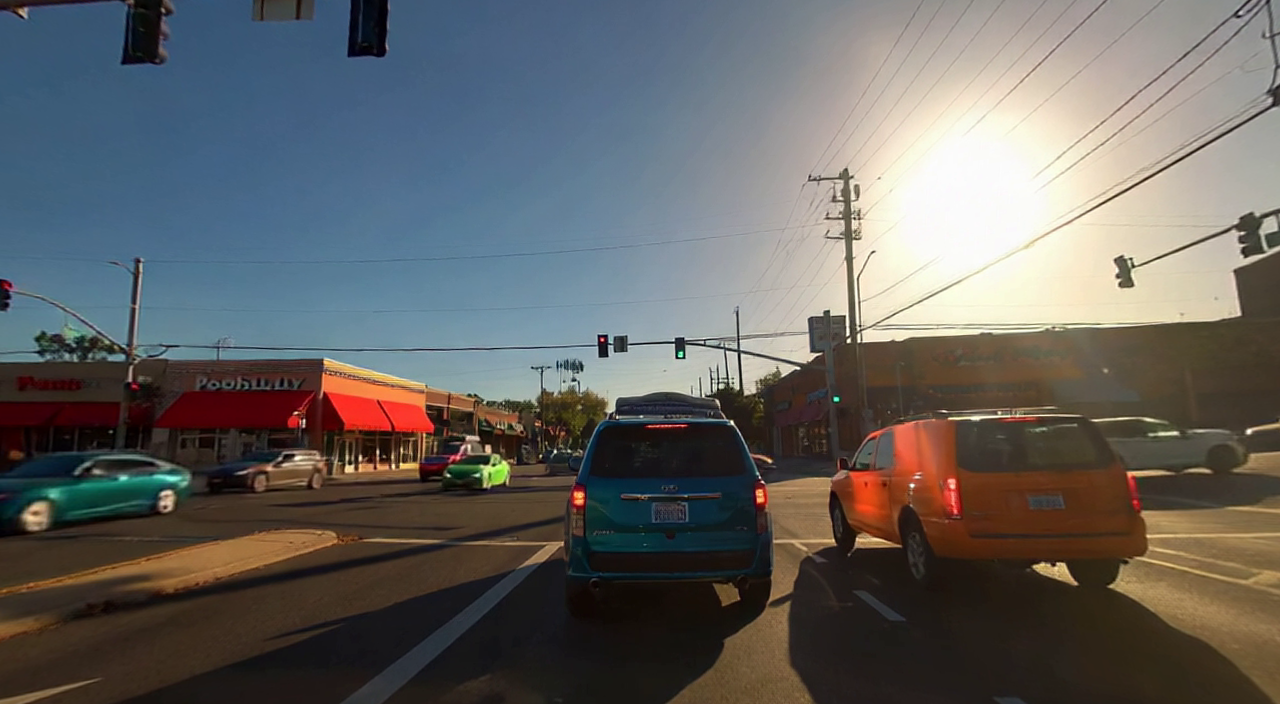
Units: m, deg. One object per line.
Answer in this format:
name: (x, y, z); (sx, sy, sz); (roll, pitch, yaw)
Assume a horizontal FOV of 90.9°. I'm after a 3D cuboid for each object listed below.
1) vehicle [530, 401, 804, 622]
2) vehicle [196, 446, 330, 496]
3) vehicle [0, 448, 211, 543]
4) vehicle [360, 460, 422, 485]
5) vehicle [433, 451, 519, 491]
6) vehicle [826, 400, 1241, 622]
vehicle: (0.258, 1.504, 6.823); (2.098, 1.682, 3.778); (0, -8, 2)
vehicle: (-14.178, 4.466, 24.133); (1.943, 1.680, 4.709); (-1, -8, 4)
vehicle: (-11.003, 2.617, 12.211); (1.911, 1.461, 4.691); (-1, -8, 3)
vehicle: (-16.249, 7.849, 41.449); (1.872, 1.433, 4.404); (-1, -8, 6)
vehicle: (-6.695, 4.914, 26.379); (2.017, 1.468, 4.663); (-1, -8, 5)
vehicle: (3.608, 1.516, 6.958); (1.976, 1.664, 4.189); (-1, -8, 2)
